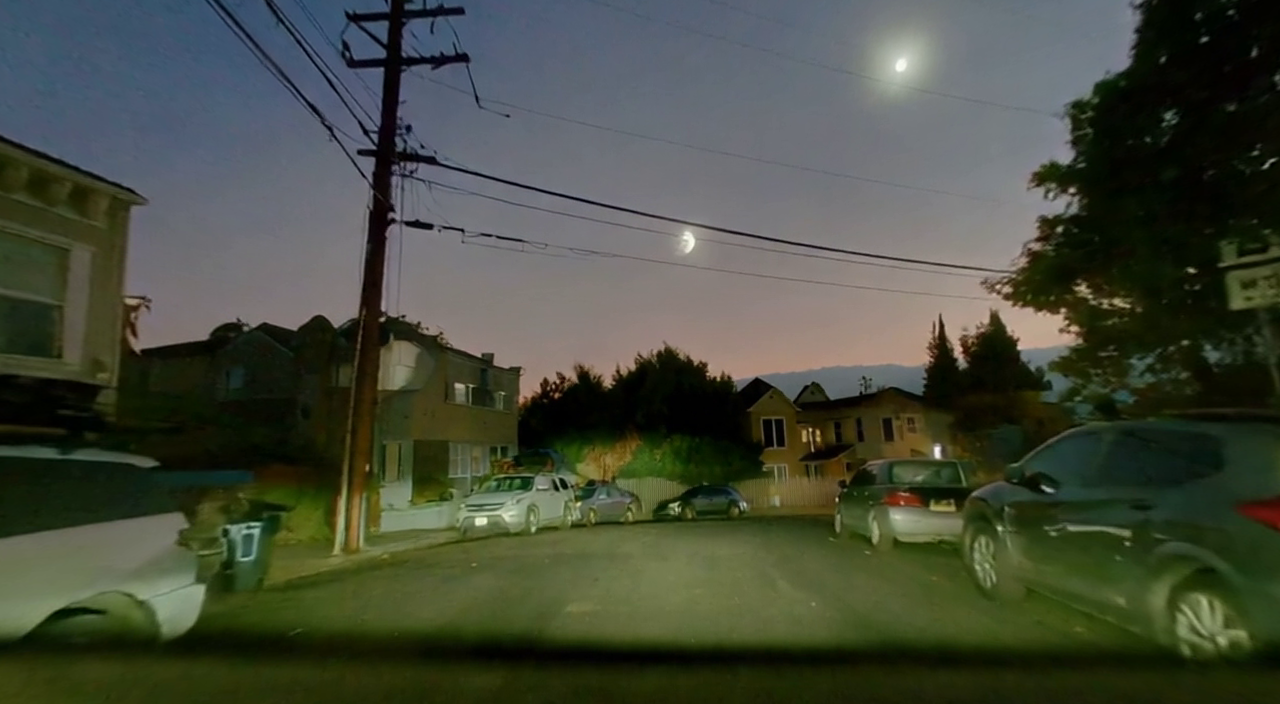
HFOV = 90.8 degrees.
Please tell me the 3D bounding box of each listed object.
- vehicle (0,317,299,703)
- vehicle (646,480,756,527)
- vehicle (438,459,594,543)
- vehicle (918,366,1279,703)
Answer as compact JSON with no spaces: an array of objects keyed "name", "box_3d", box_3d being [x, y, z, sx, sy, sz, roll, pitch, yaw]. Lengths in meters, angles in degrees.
[{"name":"vehicle","box_3d":[-3.637,0.629,1.533,2.195,1.797,5.890,0,-8,2]},{"name":"vehicle","box_3d":[2.597,6.317,26.610,4.217,1.547,2.082,5,-10,-34]},{"name":"vehicle","box_3d":[-2.889,3.710,16.139,2.247,1.702,5.043,-4,-11,9]},{"name":"vehicle","box_3d":[4.003,1.252,4.635,1.899,1.877,4.668,0,-8,2]}]
